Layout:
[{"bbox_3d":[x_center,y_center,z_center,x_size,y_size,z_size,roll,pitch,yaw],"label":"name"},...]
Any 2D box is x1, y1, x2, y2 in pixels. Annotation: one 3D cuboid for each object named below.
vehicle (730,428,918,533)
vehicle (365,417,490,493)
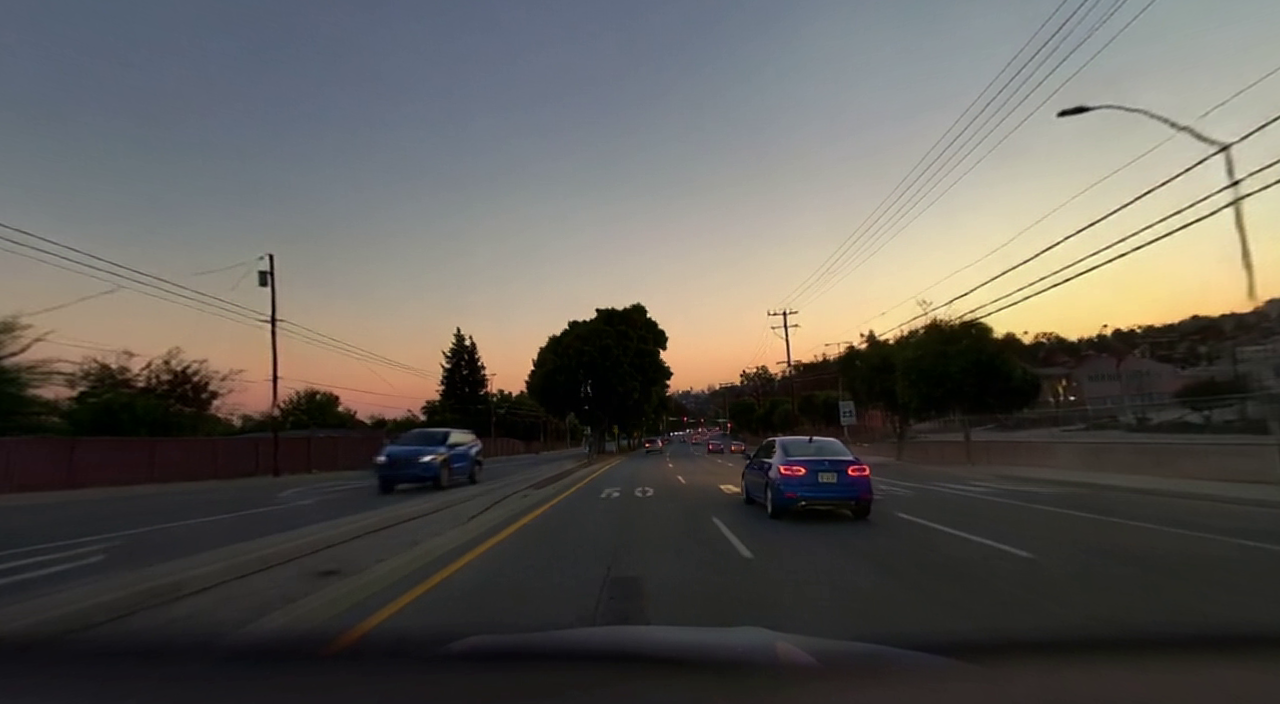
[{"bbox_3d":[2.931,2.131,11.174,2.063,1.481,4.247,0,-8,0],"label":"vehicle"},{"bbox_3d":[-5.855,2.878,17.994,1.983,1.882,4.281,0,-8,1],"label":"vehicle"}]
